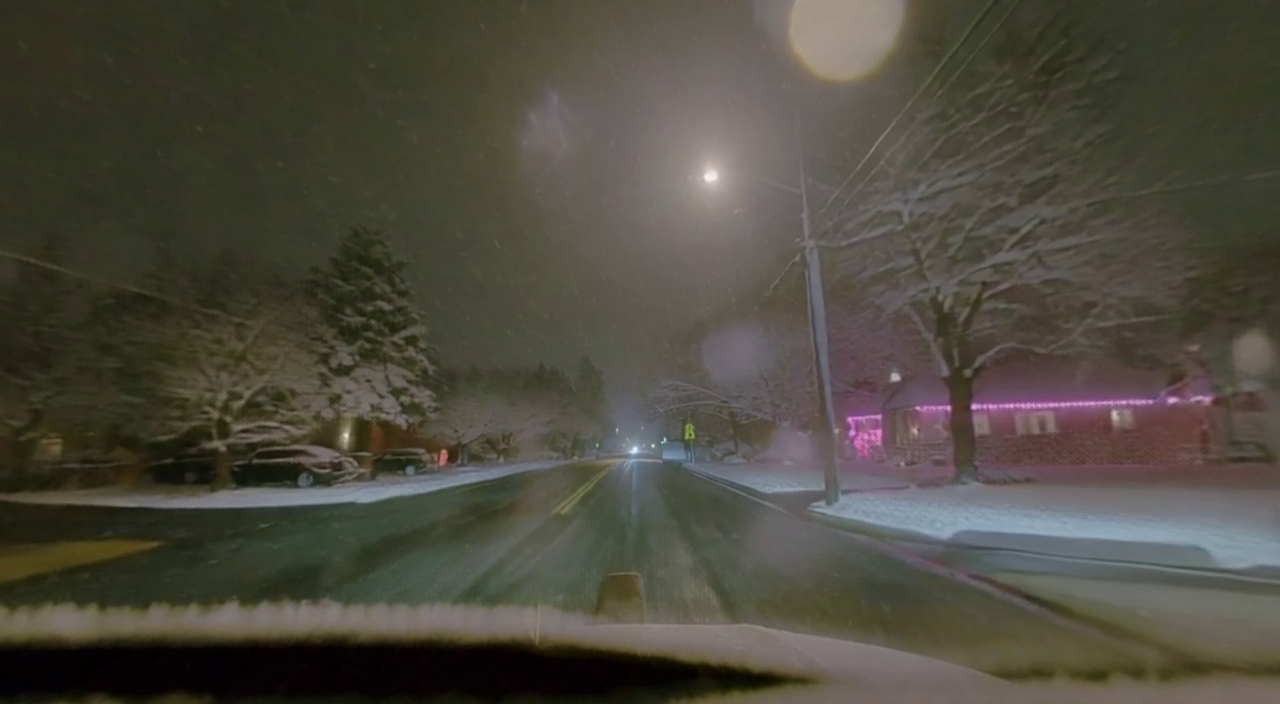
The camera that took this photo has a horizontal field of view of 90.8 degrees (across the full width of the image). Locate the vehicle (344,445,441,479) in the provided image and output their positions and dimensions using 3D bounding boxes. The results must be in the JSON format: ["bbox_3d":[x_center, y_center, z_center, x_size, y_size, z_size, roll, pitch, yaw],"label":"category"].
[{"bbox_3d":[-14.235,6.317,36.300,5.275,1.807,2.279,-5,-10,29],"label":"vehicle"}]

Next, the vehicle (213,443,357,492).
[{"bbox_3d":[-14.923,4.828,26.831,2.066,1.852,4.782,-6,-10,33],"label":"vehicle"}]
